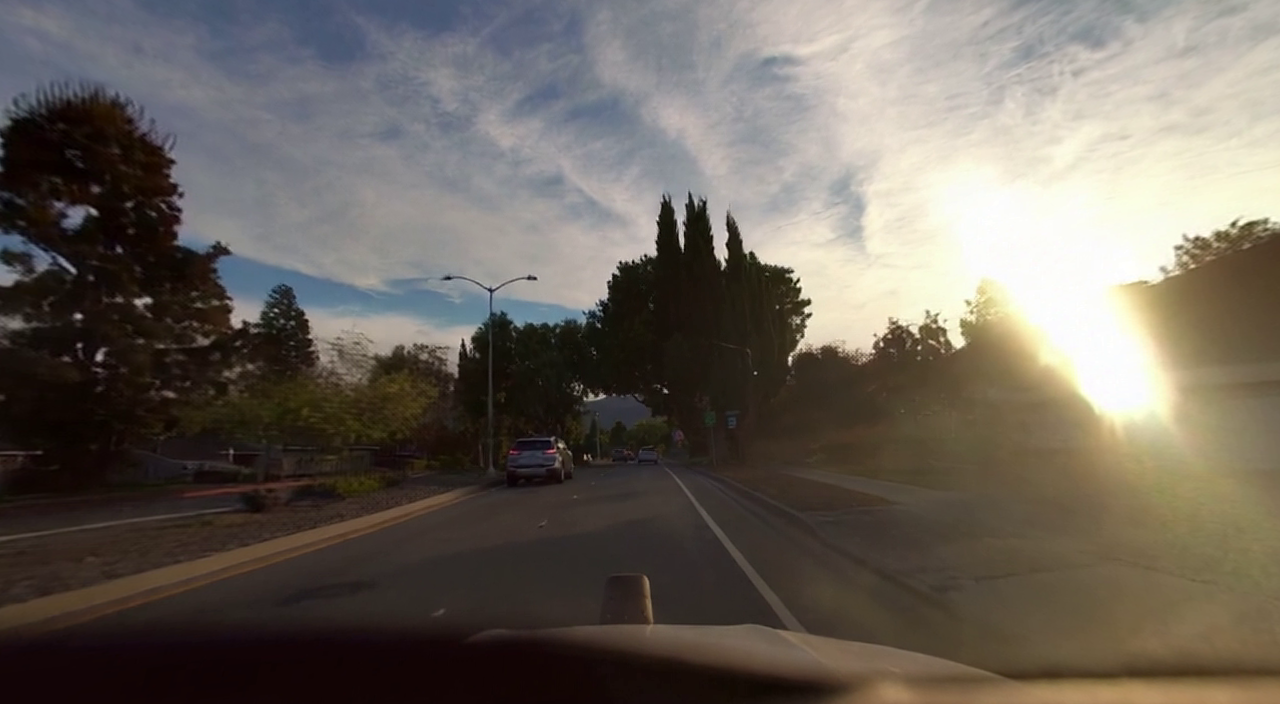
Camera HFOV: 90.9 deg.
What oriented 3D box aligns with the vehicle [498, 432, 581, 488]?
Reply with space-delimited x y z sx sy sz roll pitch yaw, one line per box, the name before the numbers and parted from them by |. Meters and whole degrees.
vehicle | -3.396 3.736 22.158 2.073 1.770 4.302 0 -8 2
